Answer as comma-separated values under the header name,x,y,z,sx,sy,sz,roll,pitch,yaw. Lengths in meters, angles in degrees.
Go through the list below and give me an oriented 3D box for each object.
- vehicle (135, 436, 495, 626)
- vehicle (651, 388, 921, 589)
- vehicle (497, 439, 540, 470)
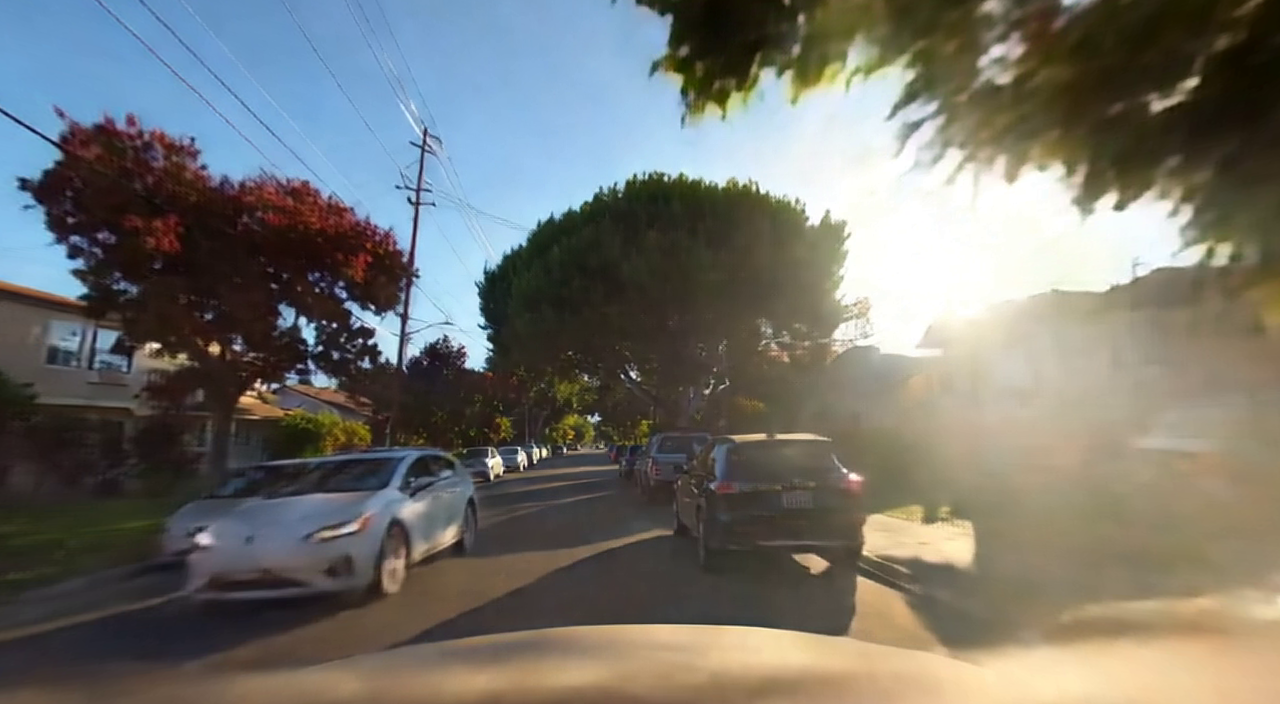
name,x,y,z,sx,sy,sz,roll,pitch,yaw
vehicle,-3.261,1.851,7.765,2.060,1.525,4.876,0,-8,-3
vehicle,1.414,1.600,8.253,2.032,1.839,4.597,0,-8,-5
vehicle,-8.186,6.924,42.953,2.280,1.953,5.092,0,-8,-4
